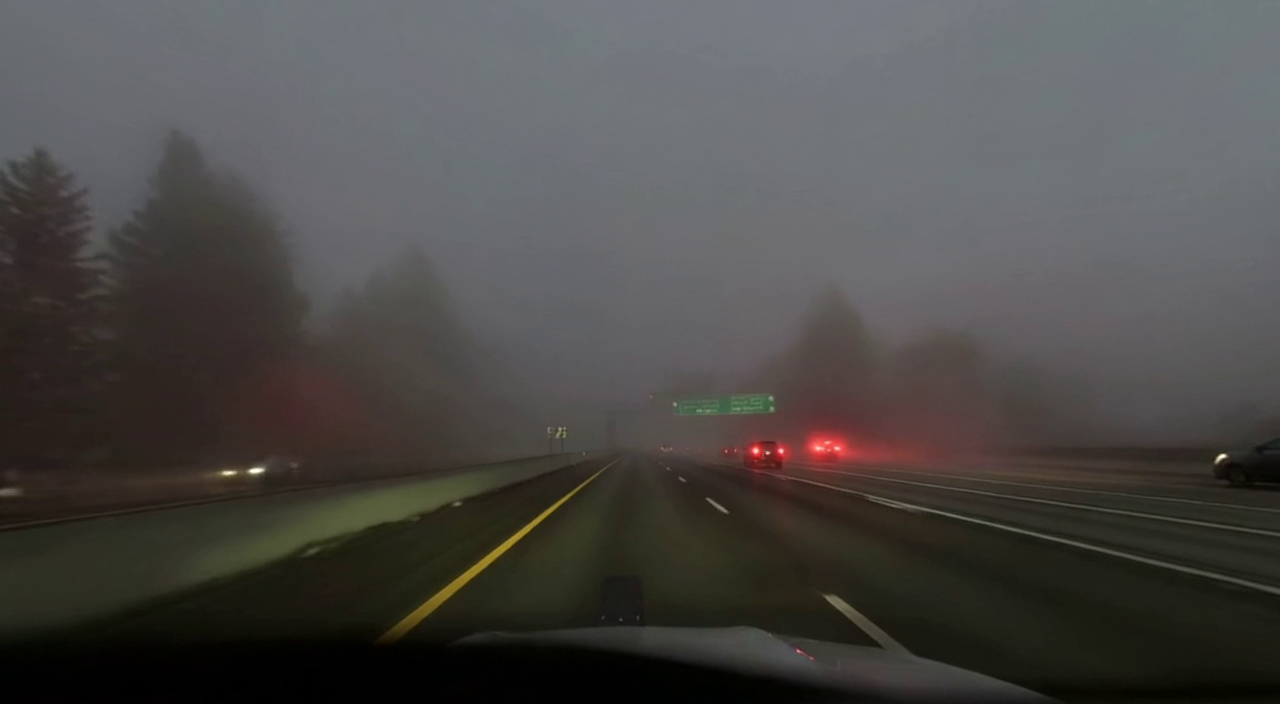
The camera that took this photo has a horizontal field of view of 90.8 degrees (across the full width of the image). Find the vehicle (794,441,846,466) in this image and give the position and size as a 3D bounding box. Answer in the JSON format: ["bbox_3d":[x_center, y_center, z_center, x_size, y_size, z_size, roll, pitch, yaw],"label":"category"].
[{"bbox_3d":[11.070,6.273,39.119,1.931,1.479,4.183,0,-8,-1],"label":"vehicle"}]

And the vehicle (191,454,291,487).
[{"bbox_3d":[-21.369,6.342,34.146,2.058,1.442,4.971,0,-8,1],"label":"vehicle"}]

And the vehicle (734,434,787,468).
[{"bbox_3d":[6.925,5.742,36.817,2.098,1.820,4.505,0,-8,-2],"label":"vehicle"}]
